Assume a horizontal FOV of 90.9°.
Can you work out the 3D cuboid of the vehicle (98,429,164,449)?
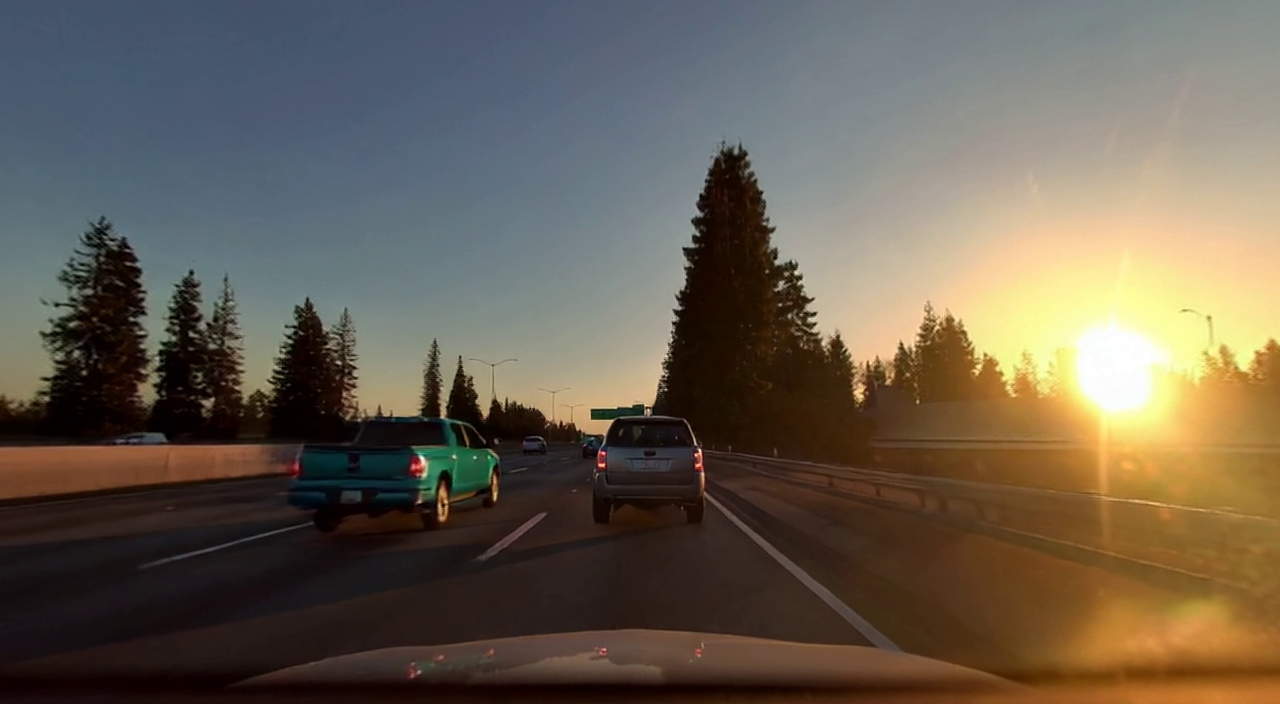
[{"bbox_3d":[-38.081,6.565,47.260,1.842,1.418,3.569,0,-8,2],"label":"vehicle"}]

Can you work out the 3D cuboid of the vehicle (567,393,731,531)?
[{"bbox_3d":[0.131,1.967,11.736,2.395,2.013,4.734,0,-8,0],"label":"vehicle"}]

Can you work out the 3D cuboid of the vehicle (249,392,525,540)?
[{"bbox_3d":[-3.898,1.930,11.255,2.486,1.962,5.525,0,-8,2],"label":"vehicle"}]
